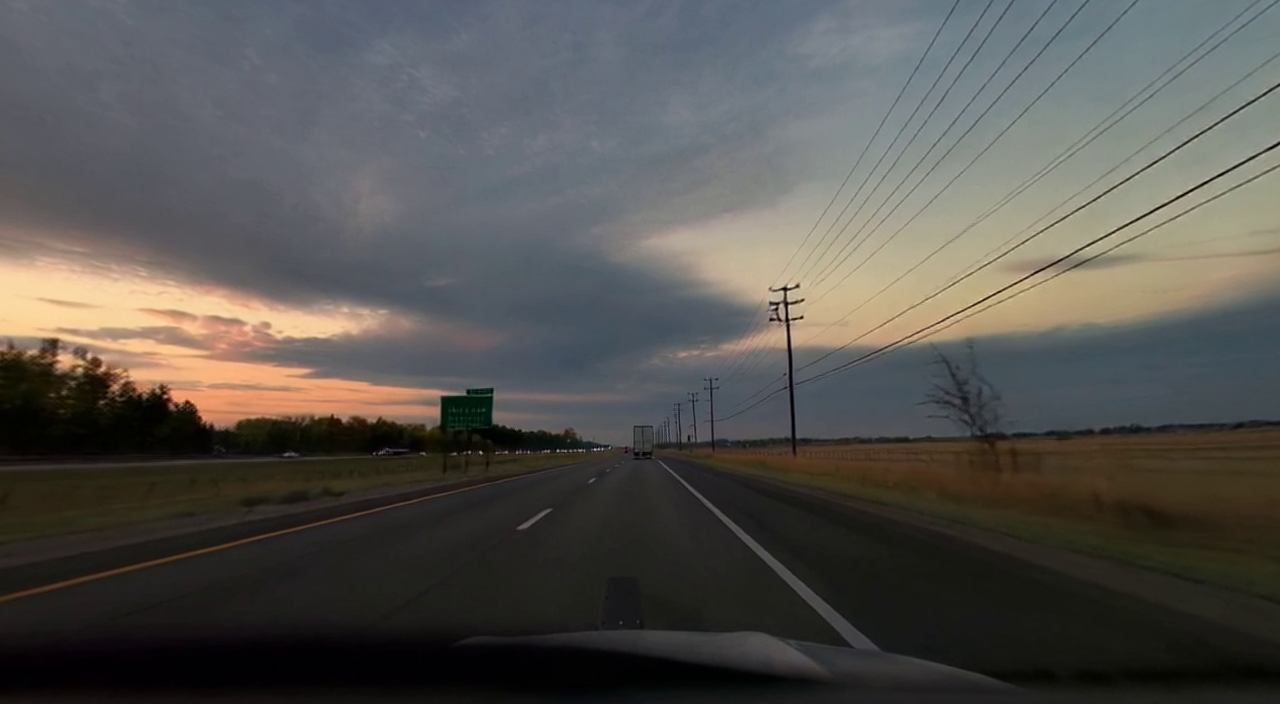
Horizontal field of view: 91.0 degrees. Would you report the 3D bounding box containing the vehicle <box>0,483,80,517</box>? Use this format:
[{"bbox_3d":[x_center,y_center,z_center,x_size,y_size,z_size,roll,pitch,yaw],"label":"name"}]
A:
[{"bbox_3d":[-42.598,10.411,44.643,1.919,1.944,5.083,2,-9,-13],"label":"vehicle"}]
